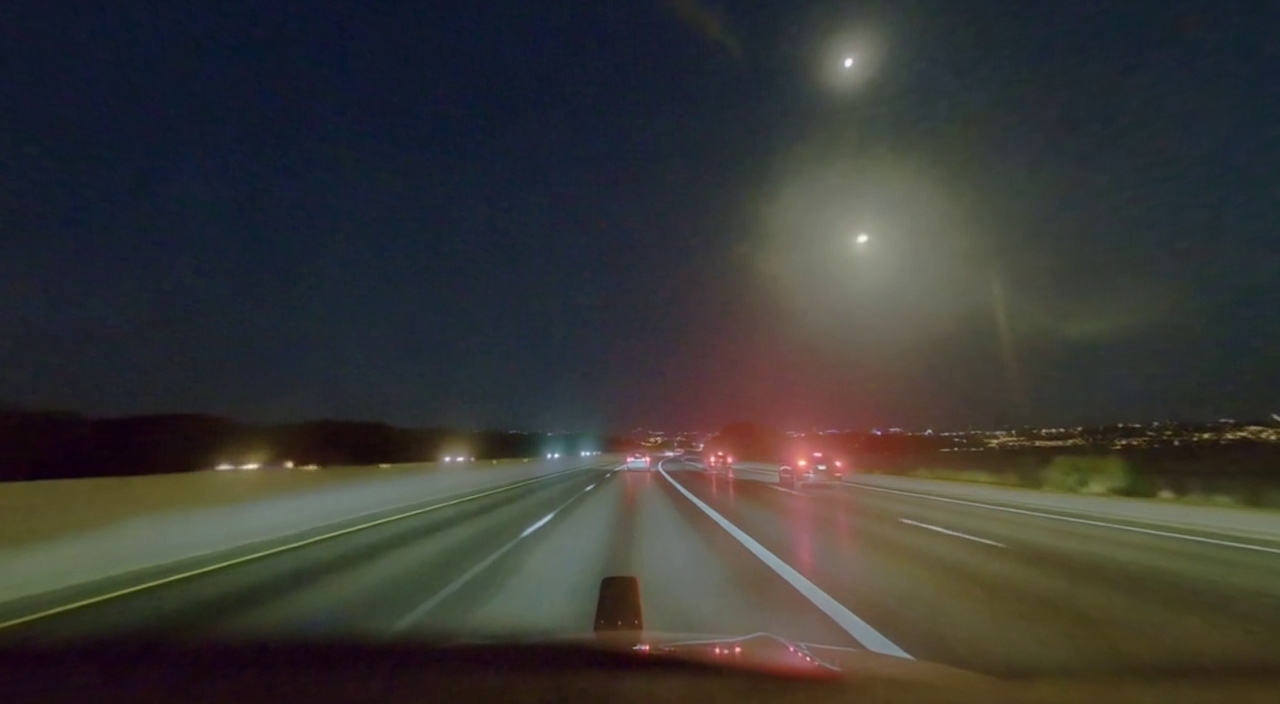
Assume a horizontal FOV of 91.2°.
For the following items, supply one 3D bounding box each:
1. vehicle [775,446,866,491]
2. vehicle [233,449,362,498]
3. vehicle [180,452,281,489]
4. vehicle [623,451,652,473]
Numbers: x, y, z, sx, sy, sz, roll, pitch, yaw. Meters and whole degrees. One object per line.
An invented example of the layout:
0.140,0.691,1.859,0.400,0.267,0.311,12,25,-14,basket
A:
6.783,4.415,24.126,2.008,1.533,4.592,0,-9,-1,vehicle
-12.080,4.279,22.537,2.066,1.526,4.529,0,-9,0,vehicle
-19.067,5.510,29.424,1.892,1.558,4.148,0,-9,0,vehicle
-0.148,8.028,45.920,2.025,1.526,4.181,0,-9,0,vehicle
